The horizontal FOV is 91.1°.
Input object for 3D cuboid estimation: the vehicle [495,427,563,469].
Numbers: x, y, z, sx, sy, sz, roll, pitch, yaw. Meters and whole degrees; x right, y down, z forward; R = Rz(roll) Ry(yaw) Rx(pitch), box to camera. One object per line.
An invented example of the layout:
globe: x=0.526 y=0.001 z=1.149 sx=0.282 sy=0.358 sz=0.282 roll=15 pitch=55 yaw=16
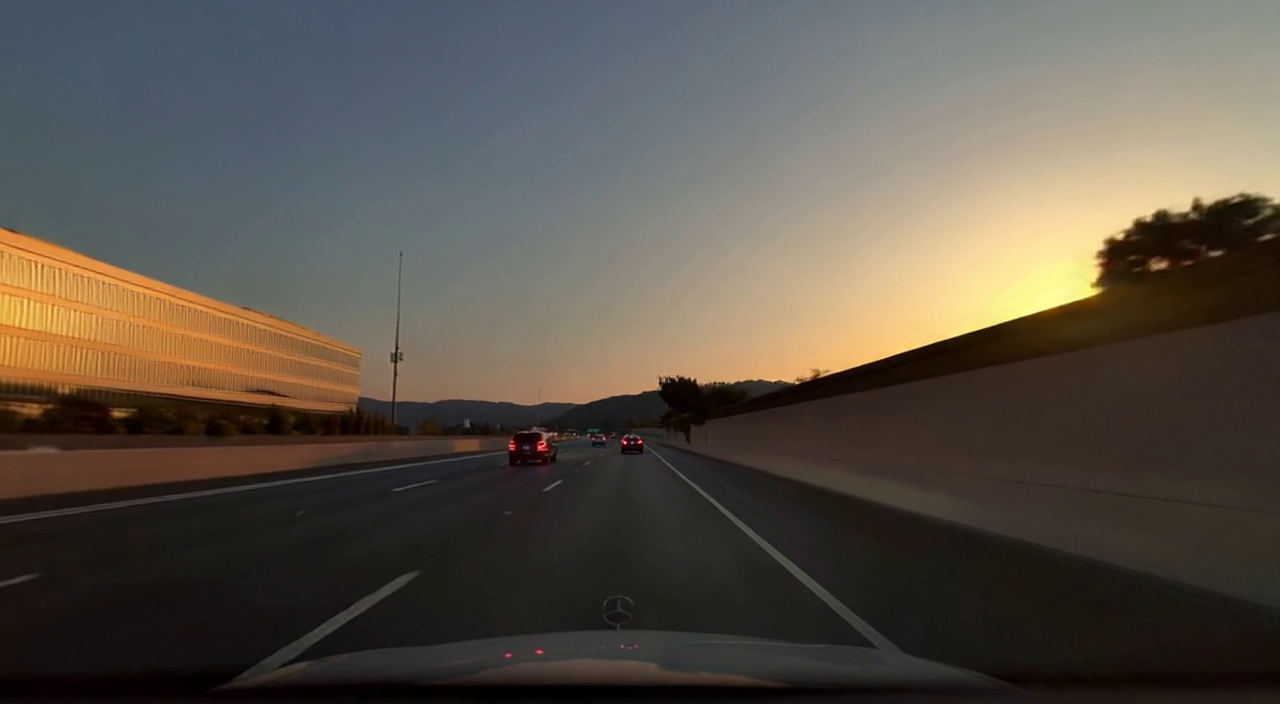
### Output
vehicle: x=-4.550 y=4.006 z=26.478 sx=2.036 sy=1.612 sz=4.510 roll=0 pitch=-8 yaw=0

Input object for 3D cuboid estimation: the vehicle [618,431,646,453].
vehicle: x=-0.606 y=6.914 z=48.362 sx=2.036 sy=1.637 sz=4.009 roll=0 pitch=-8 yaw=-1
